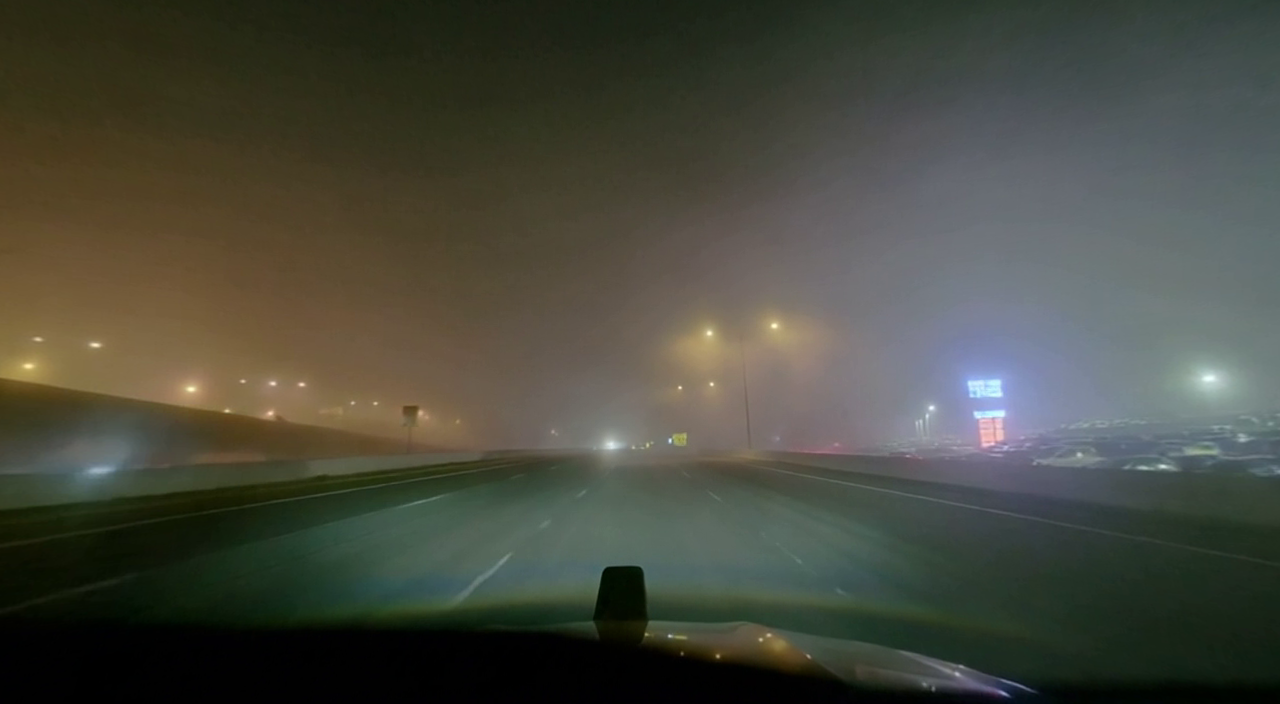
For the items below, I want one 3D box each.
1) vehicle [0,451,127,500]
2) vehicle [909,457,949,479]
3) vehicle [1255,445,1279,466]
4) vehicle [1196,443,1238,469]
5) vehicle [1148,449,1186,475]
[{"bbox_3d":[-20.667,4.194,21.788,2.077,1.437,4.430,0,-8,1],"label":"vehicle"},{"bbox_3d":[20.026,8.019,43.569,1.677,1.342,3.266,-6,-10,38],"label":"vehicle"},{"bbox_3d":[45.646,7.420,45.495,1.650,1.436,3.719,-7,-11,43],"label":"vehicle"},{"bbox_3d":[42.610,7.661,46.508,4.792,1.577,1.849,4,-11,-45],"label":"vehicle"},{"bbox_3d":[34.636,7.187,41.408,1.680,1.523,3.951,-7,-10,40],"label":"vehicle"}]
